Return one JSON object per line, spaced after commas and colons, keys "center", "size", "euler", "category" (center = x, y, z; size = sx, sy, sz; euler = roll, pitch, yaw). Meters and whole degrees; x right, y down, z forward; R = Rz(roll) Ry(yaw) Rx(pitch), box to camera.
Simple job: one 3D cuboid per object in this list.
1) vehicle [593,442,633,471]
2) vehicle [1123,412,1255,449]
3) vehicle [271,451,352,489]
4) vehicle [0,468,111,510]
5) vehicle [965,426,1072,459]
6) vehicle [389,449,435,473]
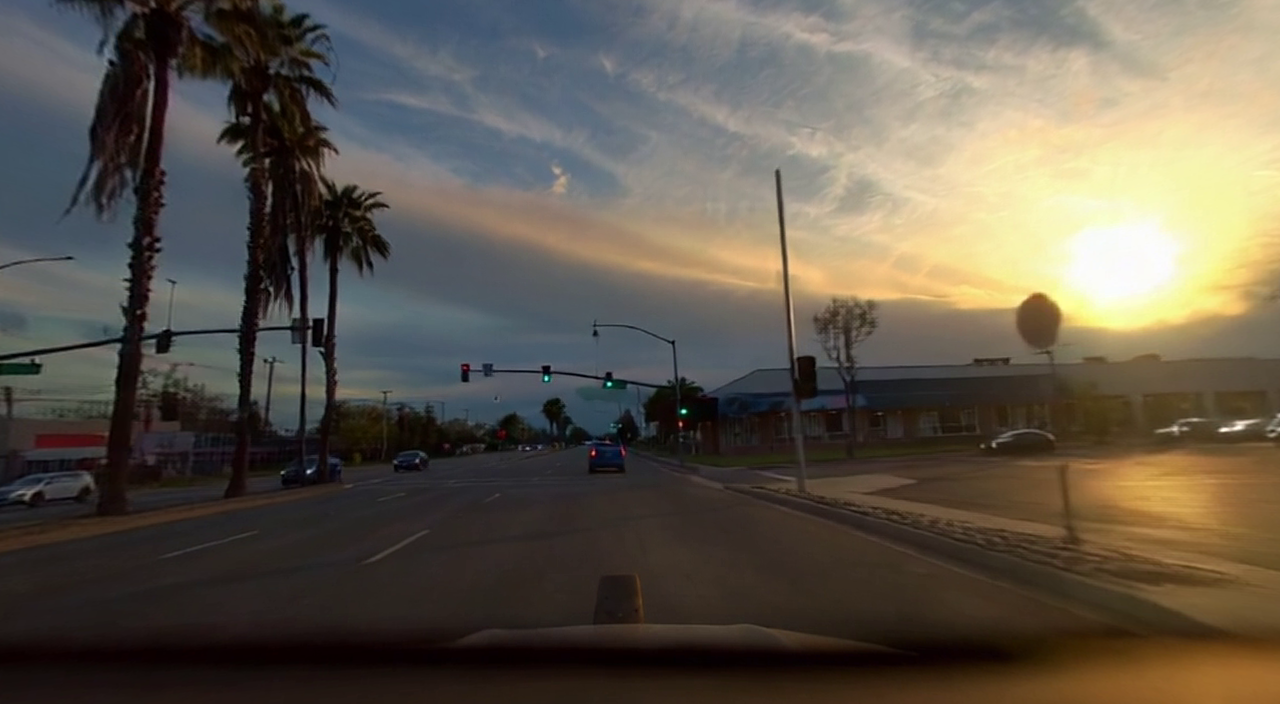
{"center": [-1.640, 5.952, 36.321], "size": [1.969, 1.555, 4.431], "euler": [1, -8, -7], "category": "vehicle"}
{"center": [27.382, 3.972, 31.790], "size": [1.919, 1.716, 4.946], "euler": [0, -8, -4], "category": "vehicle"}
{"center": [-15.809, 5.660, 30.714], "size": [2.027, 1.534, 4.779], "euler": [1, -8, -9], "category": "vehicle"}
{"center": [-27.577, 6.251, 29.027], "size": [2.026, 1.540, 4.468], "euler": [-3, -8, 21], "category": "vehicle"}
{"center": [18.592, 4.464, 31.350], "size": [2.046, 1.481, 4.936], "euler": [0, -8, -4], "category": "vehicle"}
{"center": [-15.944, 7.630, 44.369], "size": [2.033, 1.494, 4.048], "euler": [1, -8, -5], "category": "vehicle"}
